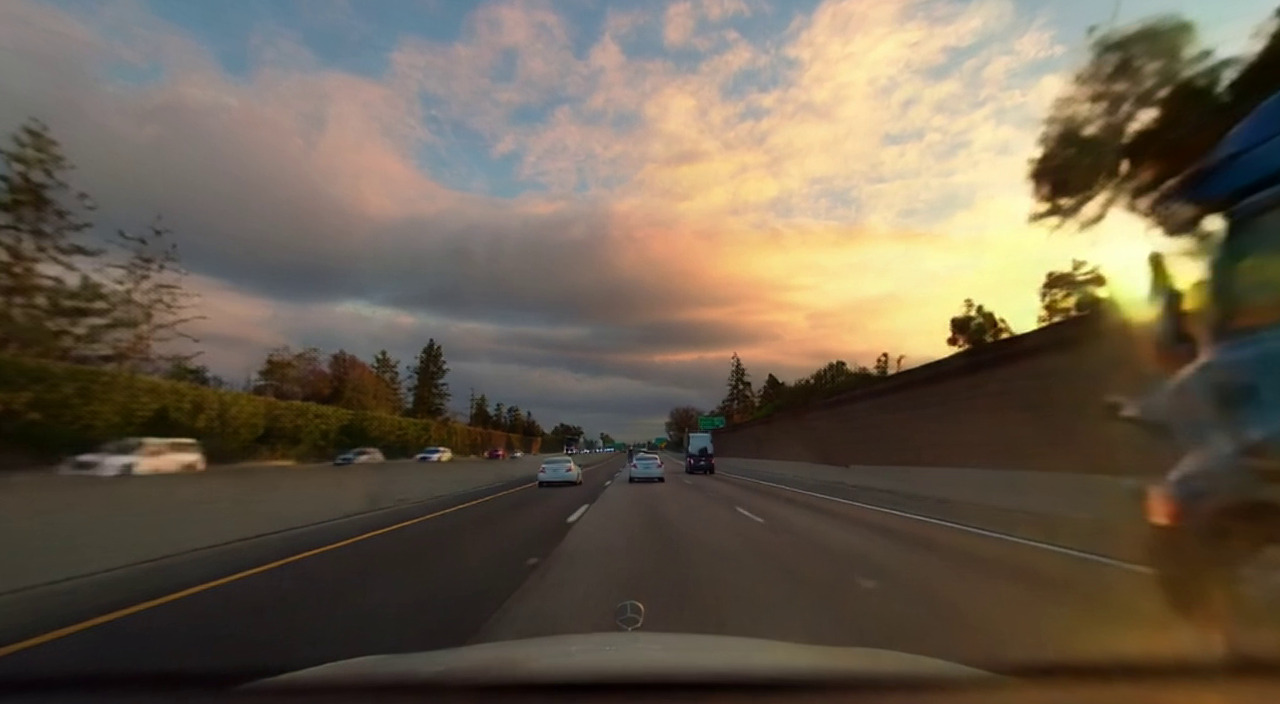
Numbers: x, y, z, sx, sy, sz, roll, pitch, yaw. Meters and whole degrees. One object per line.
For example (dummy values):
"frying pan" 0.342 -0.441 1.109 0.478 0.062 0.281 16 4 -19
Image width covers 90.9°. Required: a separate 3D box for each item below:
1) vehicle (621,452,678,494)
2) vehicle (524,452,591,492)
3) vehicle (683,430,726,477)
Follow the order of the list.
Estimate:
"vehicle" 0.325 4.781 25.337 2.089 1.516 4.191 0 -9 0
"vehicle" -3.274 4.821 25.732 2.105 1.467 4.099 0 -9 1
"vehicle" 4.617 7.174 44.363 2.650 2.978 6.937 -2 -10 8
